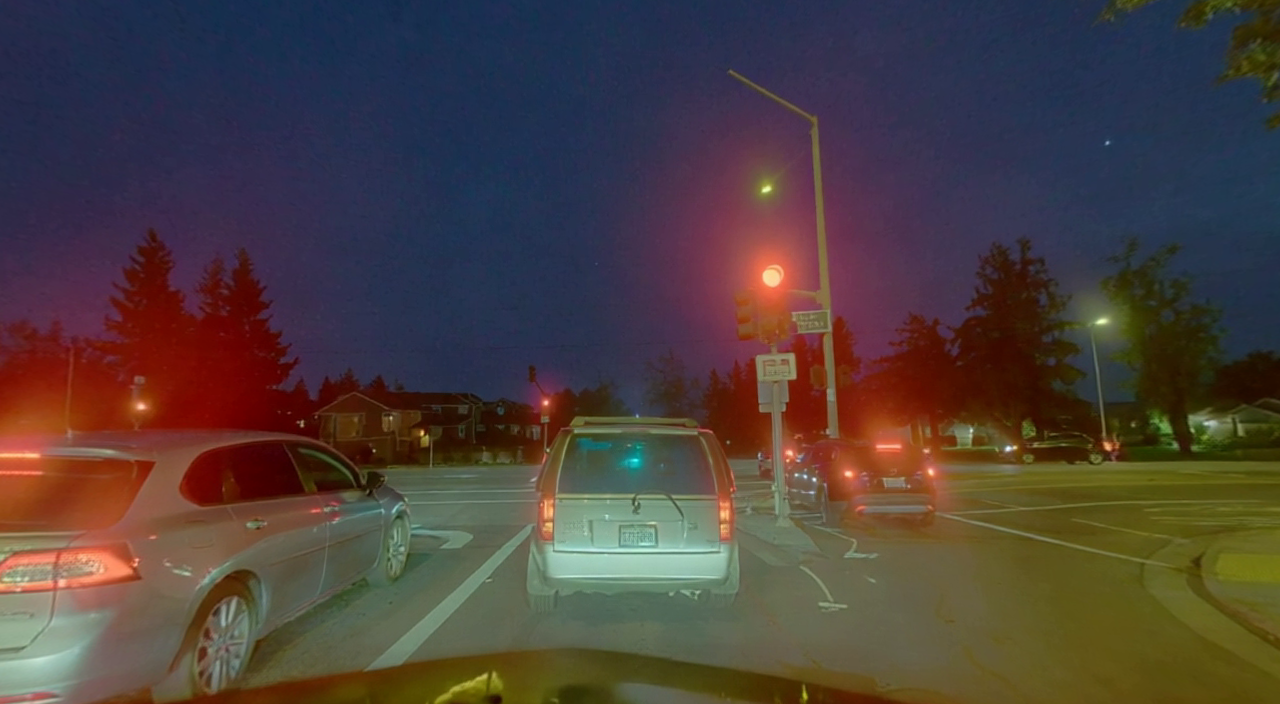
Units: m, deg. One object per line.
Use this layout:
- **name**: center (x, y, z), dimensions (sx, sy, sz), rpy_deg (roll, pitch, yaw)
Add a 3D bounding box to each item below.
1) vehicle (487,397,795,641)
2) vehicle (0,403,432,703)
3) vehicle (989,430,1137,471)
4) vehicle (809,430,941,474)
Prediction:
- **vehicle**: center (-0.132, 1.469, 6.569), dimensions (2.154, 1.670, 4.140), rpy_deg (1, -9, -4)
- **vehicle**: center (-3.284, 1.275, 4.719), dimensions (2.035, 1.492, 4.415), rpy_deg (0, -9, -1)
- **vehicle**: center (17.436, 4.097, 26.260), dimensions (4.670, 1.616, 1.926), rpy_deg (-1, -9, 6)
- **vehicle**: center (9.945, 4.281, 27.091), dimensions (4.887, 1.769, 2.035), rpy_deg (-1, -9, 6)
